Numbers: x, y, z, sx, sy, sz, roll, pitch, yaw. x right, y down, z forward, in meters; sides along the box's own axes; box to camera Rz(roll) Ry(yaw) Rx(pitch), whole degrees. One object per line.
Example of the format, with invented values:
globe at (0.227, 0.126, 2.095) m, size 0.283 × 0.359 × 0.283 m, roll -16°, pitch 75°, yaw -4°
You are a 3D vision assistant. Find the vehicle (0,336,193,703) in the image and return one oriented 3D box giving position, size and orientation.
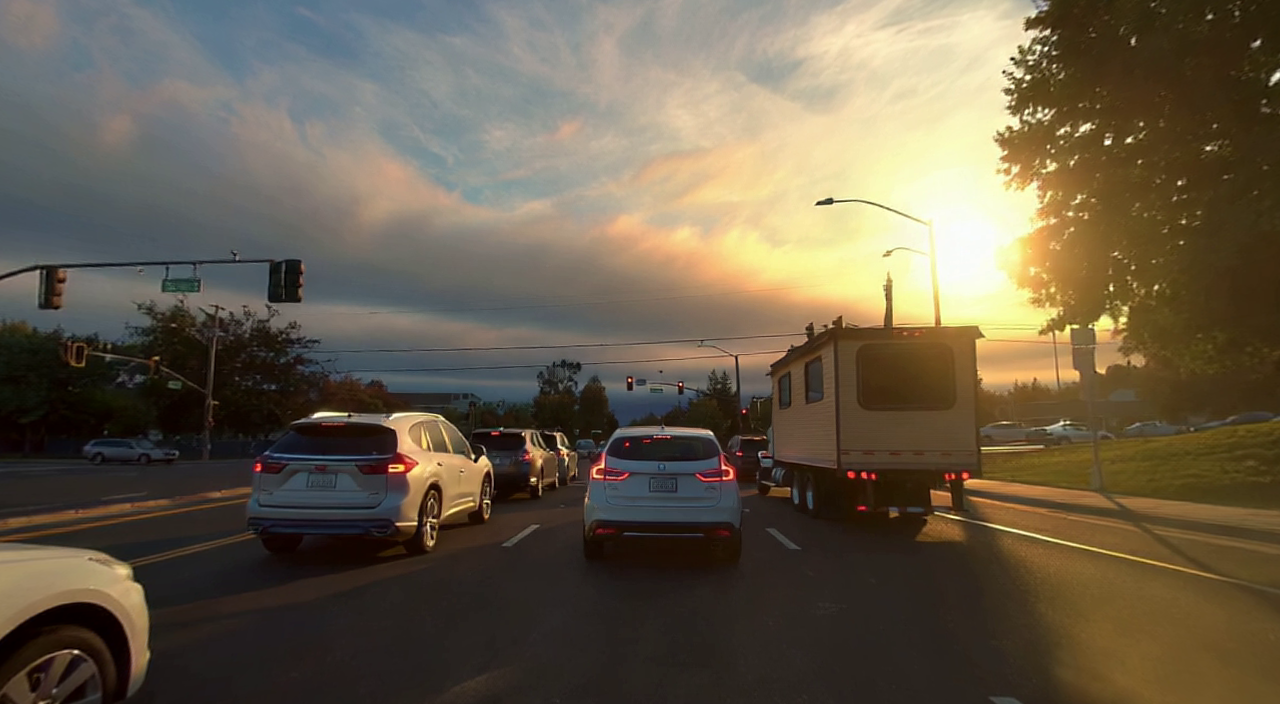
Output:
vehicle at (-3.429, 0.655, 1.350) m, size 1.952 × 1.730 × 4.116 m, roll 0°, pitch -9°, yaw -1°

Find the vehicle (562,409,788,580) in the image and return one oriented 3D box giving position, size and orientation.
vehicle at (0.352, 1.707, 8.321) m, size 2.189 × 1.649 × 4.171 m, roll 0°, pitch -9°, yaw 0°

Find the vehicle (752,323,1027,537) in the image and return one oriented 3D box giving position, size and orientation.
vehicle at (3.688, 1.402, 11.005) m, size 2.531 × 2.750 × 5.595 m, roll 0°, pitch -9°, yaw 1°

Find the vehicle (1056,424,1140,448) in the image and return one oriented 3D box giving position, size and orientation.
vehicle at (33.164, 6.138, 45.889) m, size 4.671 × 1.595 × 1.824 m, roll -6°, pitch -10°, yaw 31°

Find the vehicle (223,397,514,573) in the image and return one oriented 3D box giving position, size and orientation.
vehicle at (-3.271, 1.716, 8.839) m, size 2.085 × 1.812 × 4.388 m, roll 0°, pitch -9°, yaw 0°
